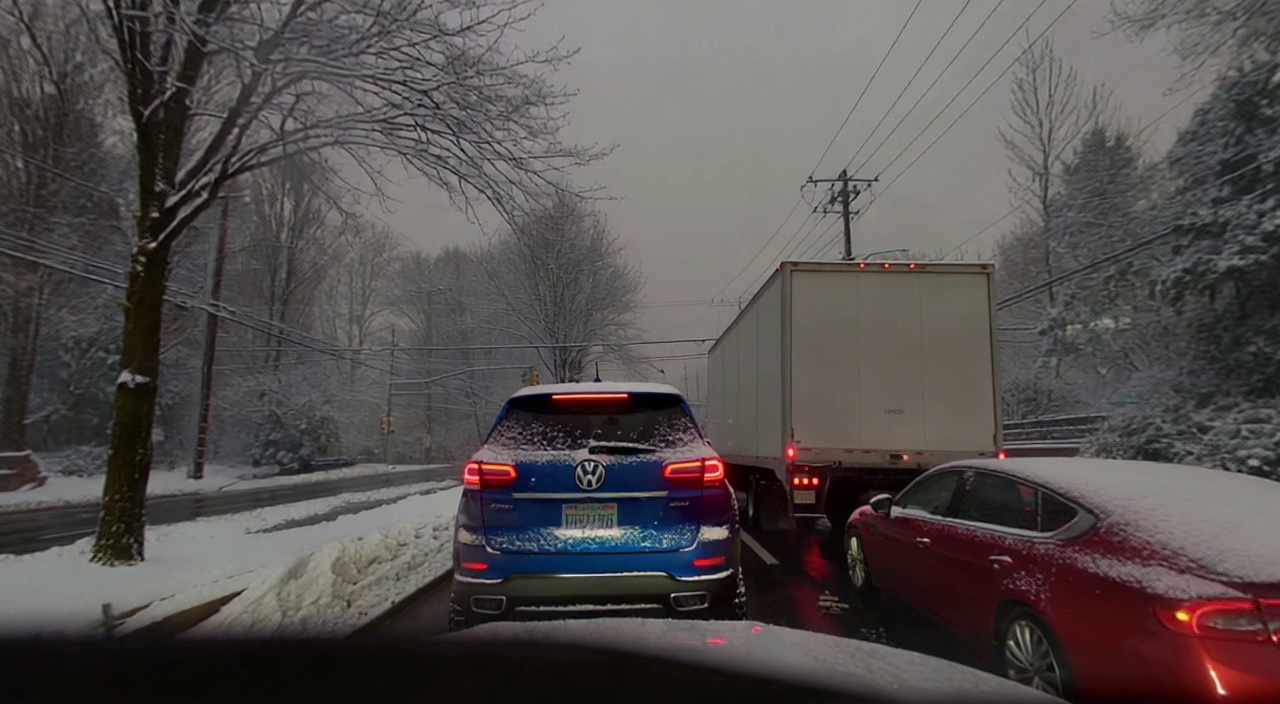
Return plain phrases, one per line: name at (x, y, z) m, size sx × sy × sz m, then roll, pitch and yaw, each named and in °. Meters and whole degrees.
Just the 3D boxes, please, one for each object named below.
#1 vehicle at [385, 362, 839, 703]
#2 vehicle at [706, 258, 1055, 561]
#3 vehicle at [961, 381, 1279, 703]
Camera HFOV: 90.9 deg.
vehicle at (-0.127, 1.222, 5.131) m, size 2.114 × 1.732 × 4.230 m, roll 0°, pitch -8°, yaw 0°
vehicle at (3.232, 1.256, 11.809) m, size 2.915 × 3.559 × 8.848 m, roll 0°, pitch -8°, yaw 0°
vehicle at (2.832, 0.736, 1.192) m, size 1.971 × 1.484 × 4.728 m, roll 0°, pitch -8°, yaw 0°
